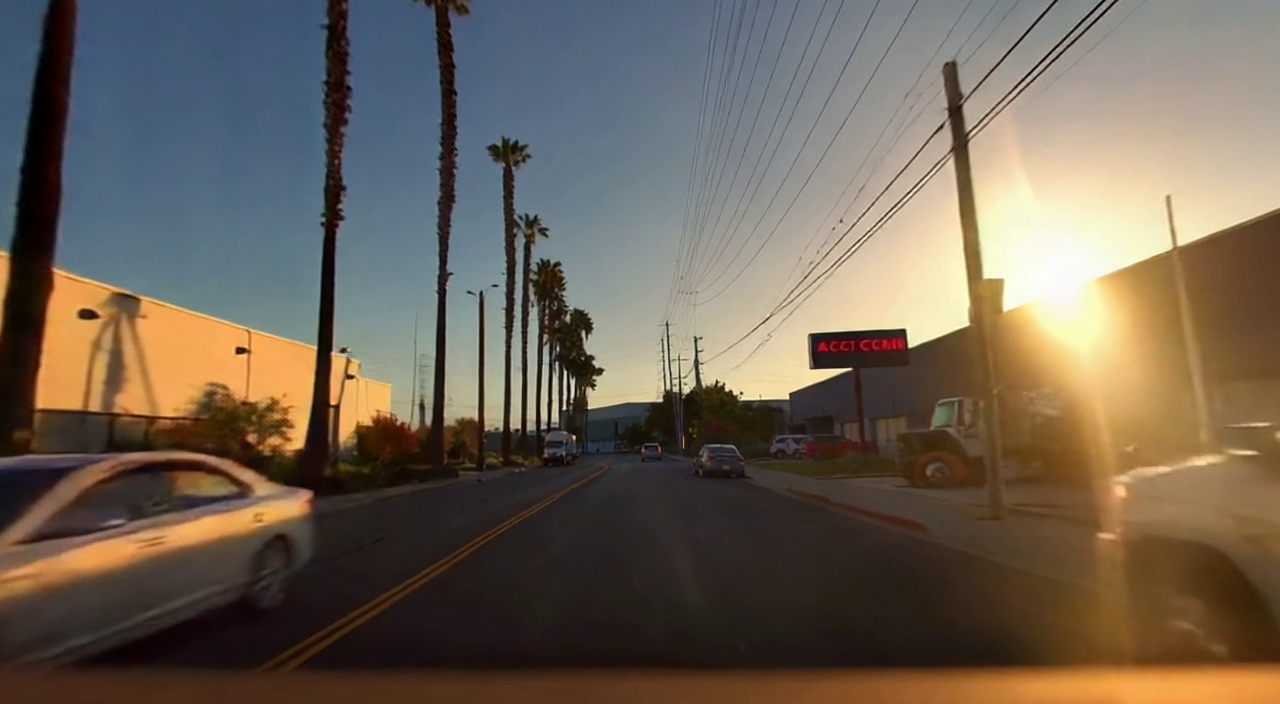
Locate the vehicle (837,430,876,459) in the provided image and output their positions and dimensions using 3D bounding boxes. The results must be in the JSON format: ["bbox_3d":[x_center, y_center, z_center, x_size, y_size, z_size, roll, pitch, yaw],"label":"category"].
[{"bbox_3d":[15.295,6.531,44.422,2.311,1.876,4.987,-4,-9,21],"label":"vehicle"}]

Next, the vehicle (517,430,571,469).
[{"bbox_3d":[-7.452,7.667,49.848,2.845,2.738,7.208,-3,-8,2],"label":"vehicle"}]

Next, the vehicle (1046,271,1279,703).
[{"bbox_3d":[3.589,0.415,0.534,2.345,1.969,6.070,0,-9,-1],"label":"vehicle"}]

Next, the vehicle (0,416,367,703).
[{"bbox_3d":[-3.637,1.199,3.770,2.033,1.492,4.477,0,-9,0],"label":"vehicle"}]

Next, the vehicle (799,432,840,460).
[{"bbox_3d":[12.765,6.678,44.797,2.159,1.840,4.404,-4,-9,23],"label":"vehicle"}]

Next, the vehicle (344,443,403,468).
[{"bbox_3d":[-20.320,7.893,48.423,2.152,1.746,5.461,0,-9,-1],"label":"vehicle"}]

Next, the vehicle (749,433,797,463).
[{"bbox_3d":[9.455,6.739,44.435,2.325,1.877,5.987,-6,-9,19],"label":"vehicle"}]

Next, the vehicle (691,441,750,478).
[{"bbox_3d":[3.701,5.040,29.900,2.111,1.611,4.576,0,-9,-1],"label":"vehicle"}]
